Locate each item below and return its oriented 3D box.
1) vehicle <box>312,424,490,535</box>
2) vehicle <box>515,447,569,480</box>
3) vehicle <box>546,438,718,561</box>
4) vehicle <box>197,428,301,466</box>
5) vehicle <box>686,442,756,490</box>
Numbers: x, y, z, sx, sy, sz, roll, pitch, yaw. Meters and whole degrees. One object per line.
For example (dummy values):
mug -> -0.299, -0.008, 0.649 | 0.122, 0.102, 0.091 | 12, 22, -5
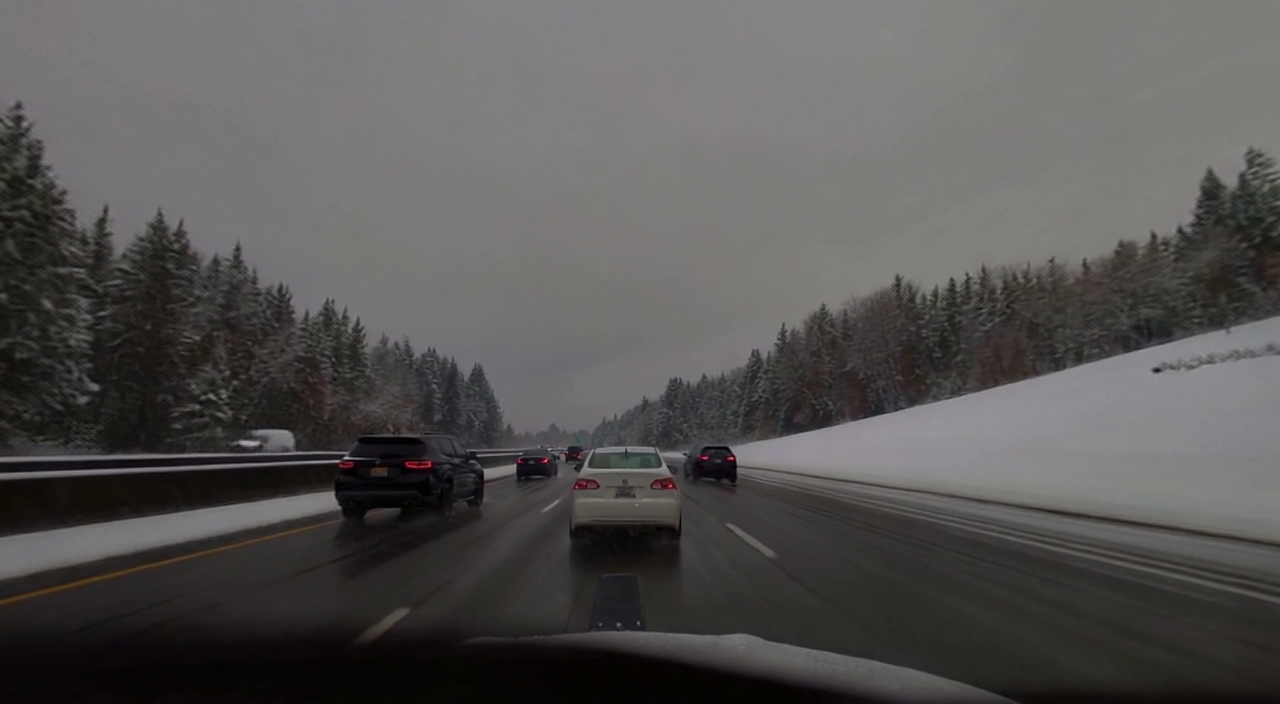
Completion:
vehicle -> -4.207, 2.301, 11.908 | 1.830, 1.703, 4.142 | 0, -9, -2
vehicle -> -4.771, 5.481, 31.122 | 2.122, 1.491, 3.800 | 0, -9, -1
vehicle -> -0.162, 2.152, 9.939 | 2.120, 1.478, 4.179 | 0, -9, -2
vehicle -> -17.843, 4.392, 29.063 | 2.157, 1.594, 4.283 | 0, -9, -2
vehicle -> 3.039, 4.395, 24.622 | 1.996, 1.688, 4.207 | 0, -9, -2
